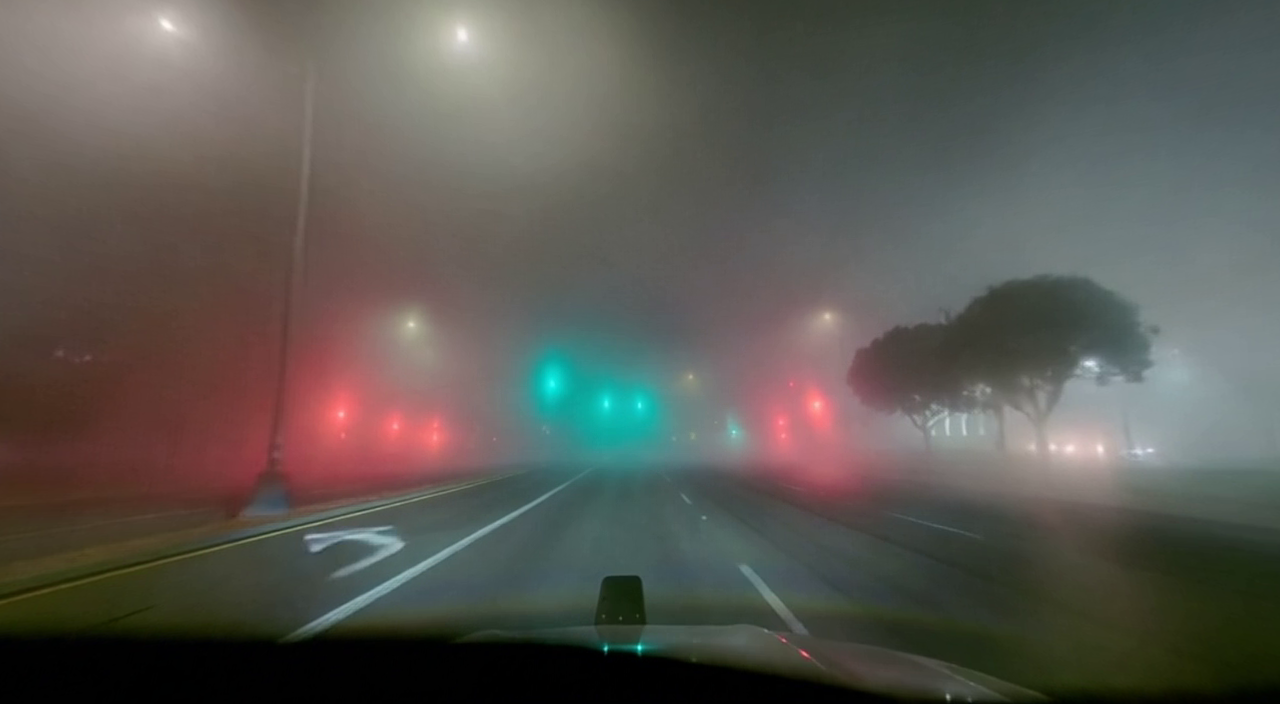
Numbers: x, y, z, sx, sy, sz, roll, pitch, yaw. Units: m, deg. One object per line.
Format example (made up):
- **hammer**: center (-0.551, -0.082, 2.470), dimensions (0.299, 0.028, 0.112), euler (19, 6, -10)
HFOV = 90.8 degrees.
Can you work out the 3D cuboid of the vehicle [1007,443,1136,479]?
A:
- **vehicle**: center (19.258, 4.832, 28.344), dimensions (1.828, 1.483, 4.376), euler (8, -12, -44)
